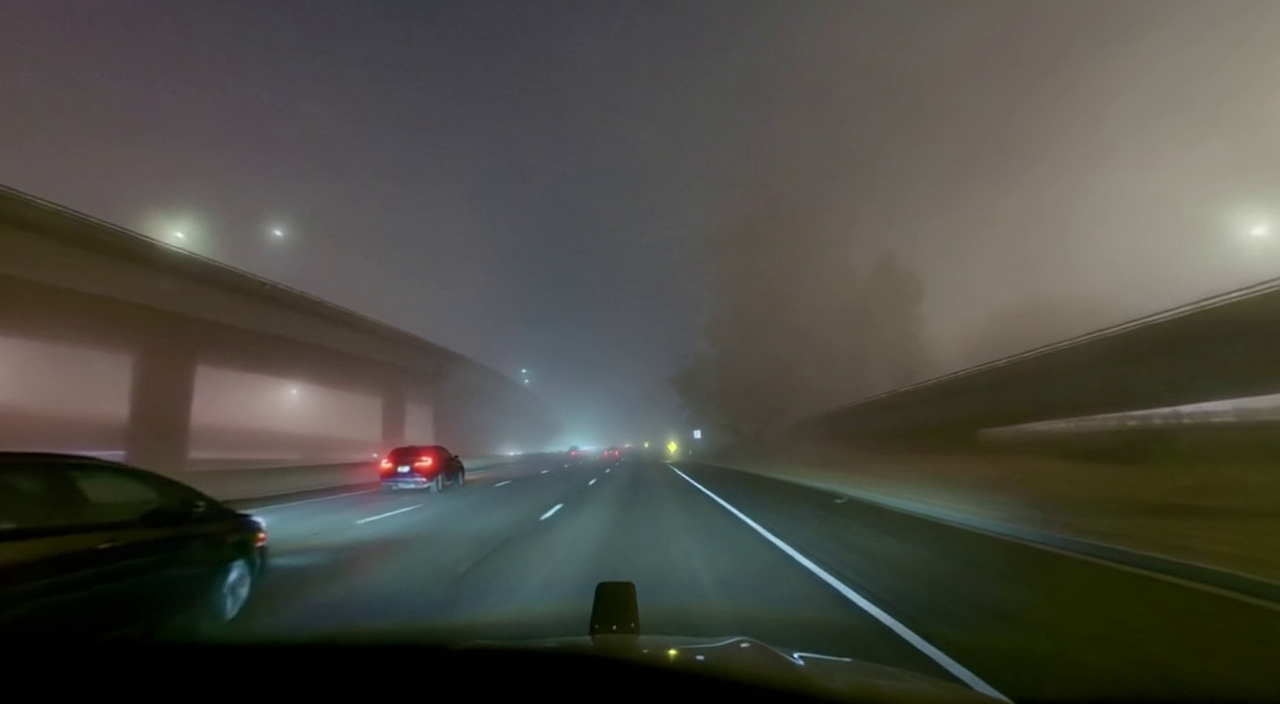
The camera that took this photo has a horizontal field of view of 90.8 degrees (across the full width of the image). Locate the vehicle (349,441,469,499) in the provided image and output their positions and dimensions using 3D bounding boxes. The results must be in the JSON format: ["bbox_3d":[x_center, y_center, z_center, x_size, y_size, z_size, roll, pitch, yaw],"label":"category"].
[{"bbox_3d":[-6.661,3.425,18.778,1.914,1.503,4.268,0,-9,0],"label":"vehicle"}]

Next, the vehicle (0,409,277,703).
[{"bbox_3d":[-3.527,0.912,1.989,1.978,1.499,4.695,0,-9,0],"label":"vehicle"}]
